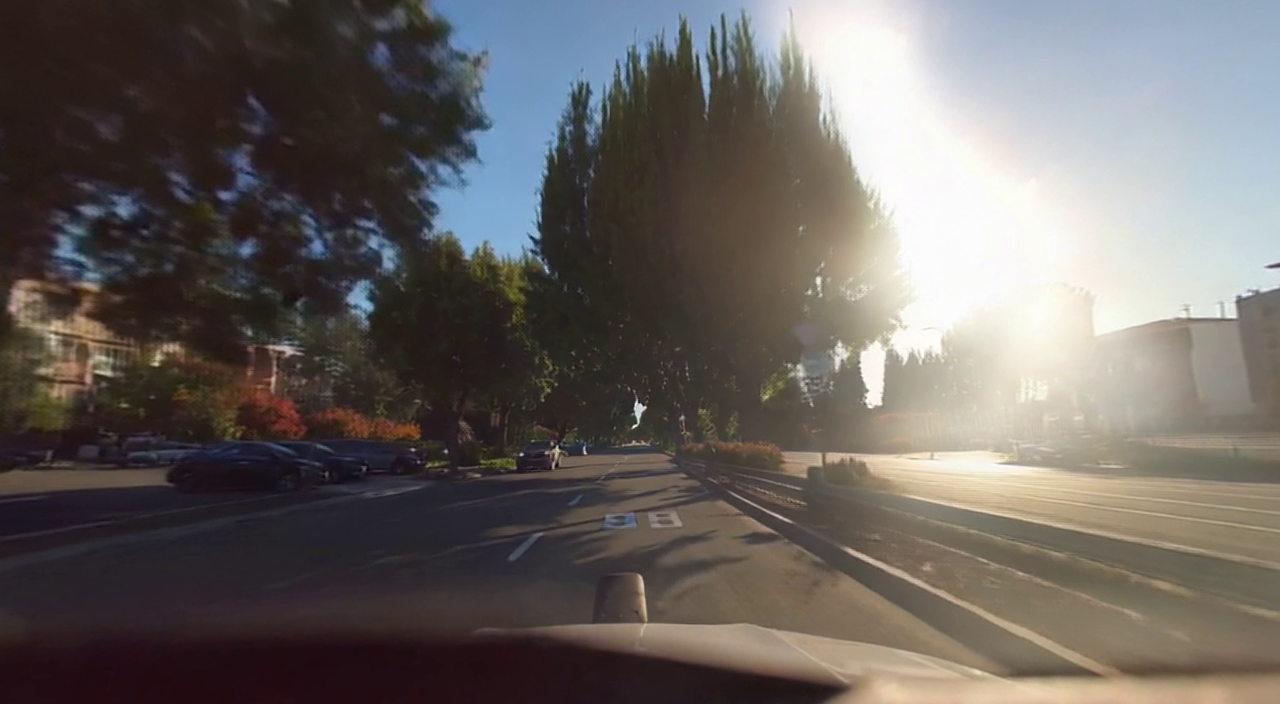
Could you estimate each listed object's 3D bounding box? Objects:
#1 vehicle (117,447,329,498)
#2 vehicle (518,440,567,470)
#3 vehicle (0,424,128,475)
[{"bbox_3d":[-13.138,3.803,20.103,5.300,1.432,1.951,1,-9,-1],"label":"vehicle"},{"bbox_3d":[-6.562,6.973,43.087,2.350,1.892,5.542,1,-8,1],"label":"vehicle"},{"bbox_3d":[-26.202,4.203,27.357,5.603,2.043,2.554,1,-9,1],"label":"vehicle"}]
